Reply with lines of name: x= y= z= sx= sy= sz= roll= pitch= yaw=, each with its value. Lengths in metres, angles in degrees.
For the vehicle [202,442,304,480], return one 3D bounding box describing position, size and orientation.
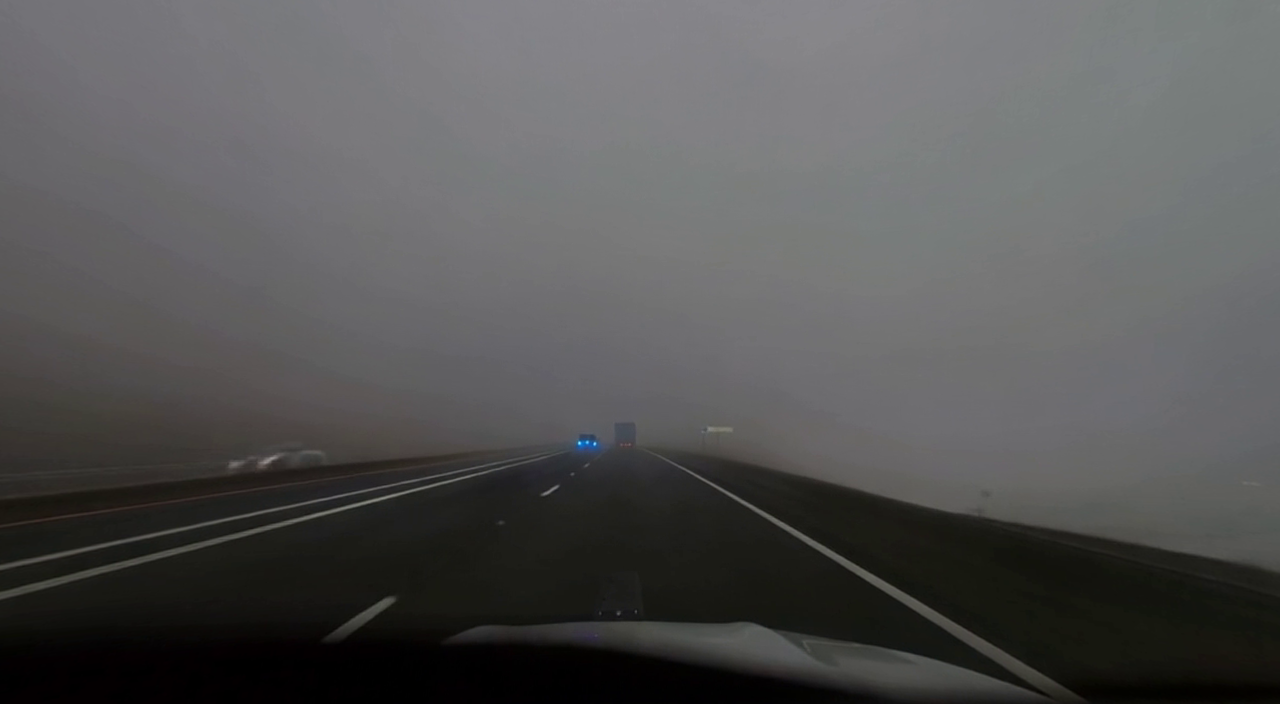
vehicle: x=-16.681 y=4.686 z=27.410 sx=2.078 sy=1.506 sz=3.740 roll=0 pitch=-8 yaw=-1
